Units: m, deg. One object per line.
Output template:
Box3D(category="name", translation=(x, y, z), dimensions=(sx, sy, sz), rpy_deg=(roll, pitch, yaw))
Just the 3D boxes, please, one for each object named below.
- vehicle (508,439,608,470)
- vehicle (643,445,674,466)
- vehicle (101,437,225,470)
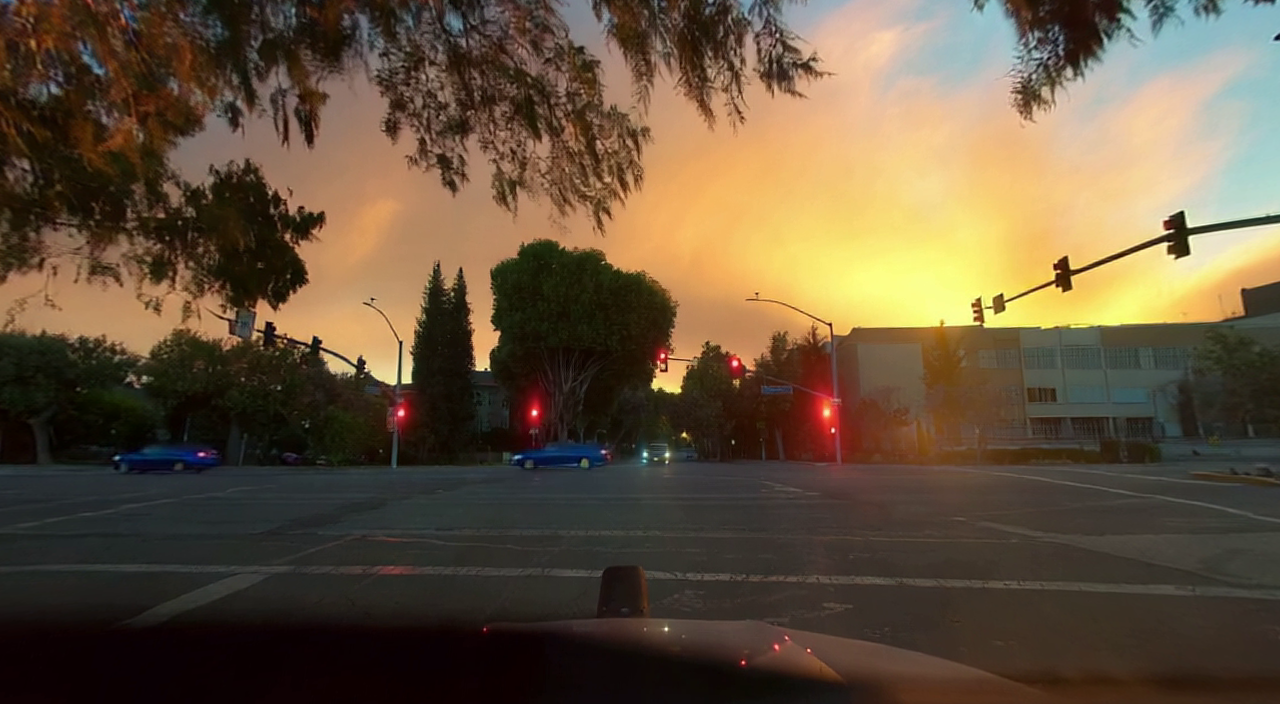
Box3D(category="vehicle", translation=(-4.024, 5.072, 31.332), dimensions=(4.681, 1.465, 1.820), rpy_deg=(0, -9, 2))
Box3D(category="vehicle", translation=(1.310, 7.634, 46.471), dimensions=(2.132, 1.449, 4.235), rpy_deg=(0, -9, 0))
Box3D(category="vehicle", translation=(-24.055, 5.135, 31.918), dimensions=(4.735, 1.588, 1.877), rpy_deg=(0, -9, 1))
